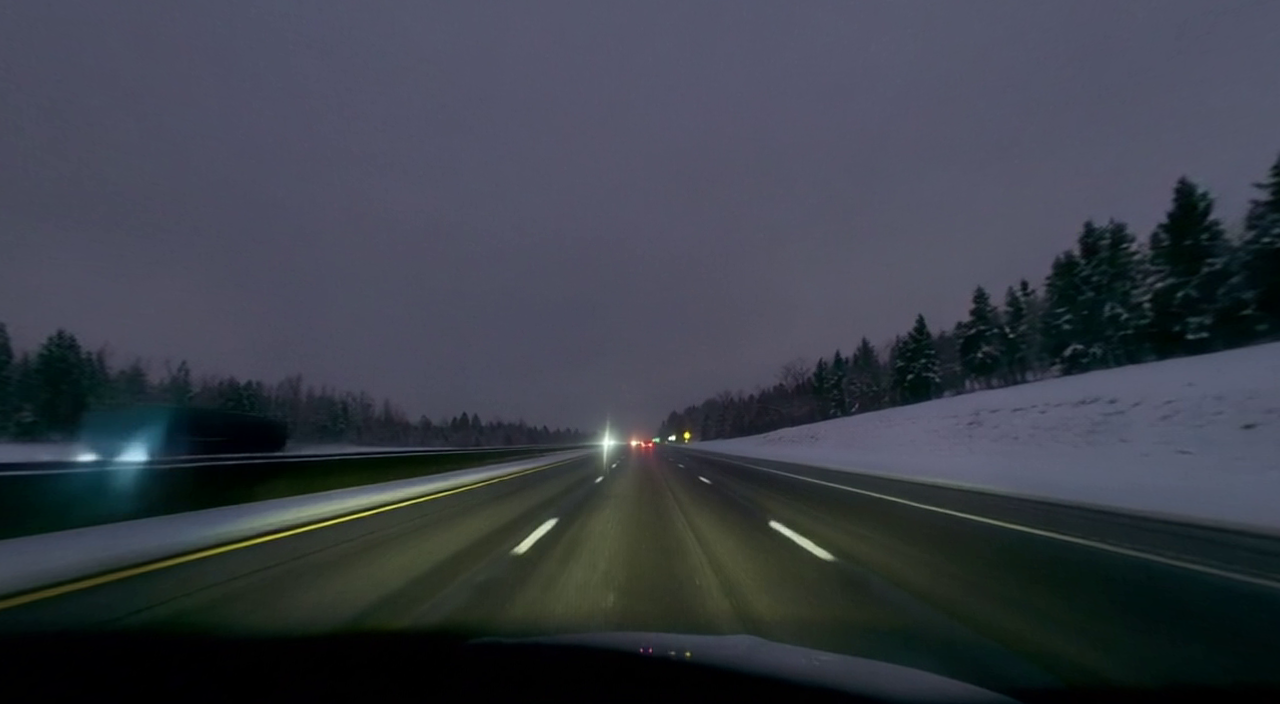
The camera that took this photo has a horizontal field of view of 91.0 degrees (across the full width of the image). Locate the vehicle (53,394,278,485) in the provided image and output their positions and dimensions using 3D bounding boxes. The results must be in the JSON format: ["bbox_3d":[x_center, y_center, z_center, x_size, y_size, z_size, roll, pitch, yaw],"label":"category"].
[{"bbox_3d":[-20.687,3.993,28.552,2.985,3.422,9.121,0,-8,1],"label":"vehicle"}]
